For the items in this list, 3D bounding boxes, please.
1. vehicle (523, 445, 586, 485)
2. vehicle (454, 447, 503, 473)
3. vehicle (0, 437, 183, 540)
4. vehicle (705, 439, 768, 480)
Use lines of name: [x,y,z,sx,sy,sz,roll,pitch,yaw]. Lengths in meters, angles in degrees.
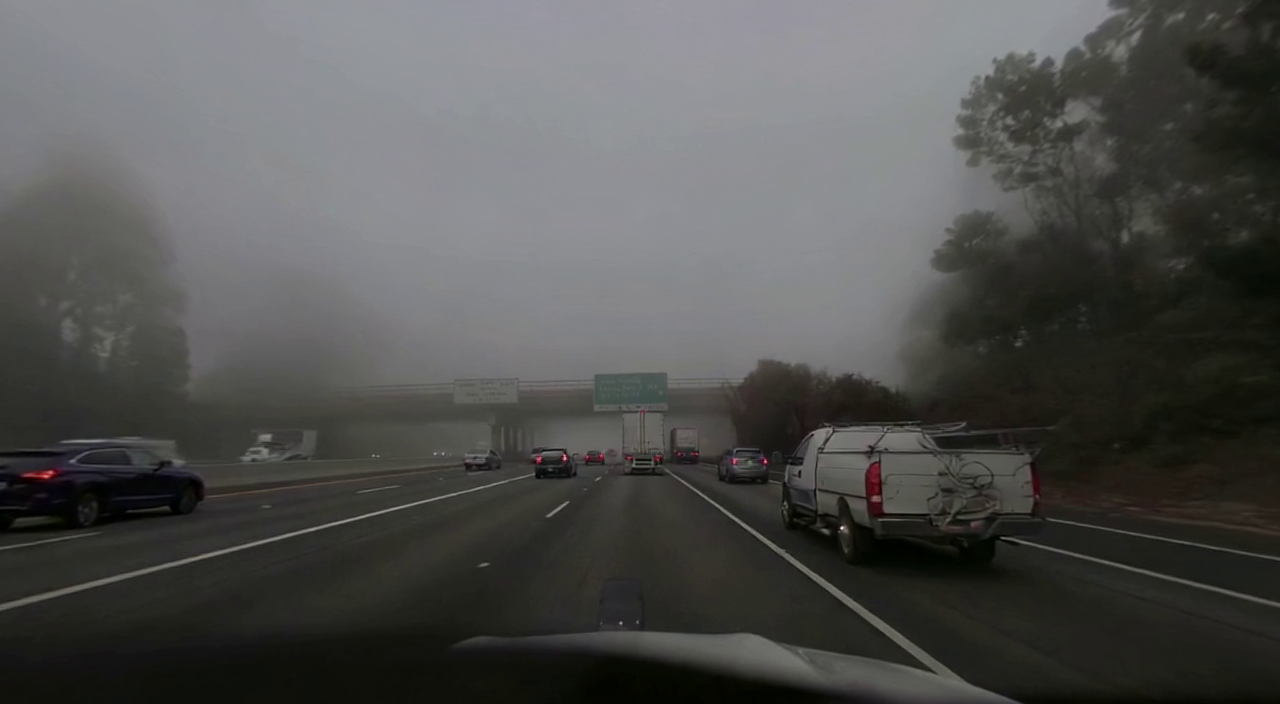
vehicle: [-3.601,4.853,27.283,2.083,1.576,4.307,0,-9,1]
vehicle: [-10.890,7.330,42.870,2.080,1.637,4.581,0,-9,1]
vehicle: [-11.164,2.448,11.788,1.966,1.627,4.258,0,-9,0]
vehicle: [4.283,4.880,28.724,2.107,1.707,4.445,0,-9,0]
